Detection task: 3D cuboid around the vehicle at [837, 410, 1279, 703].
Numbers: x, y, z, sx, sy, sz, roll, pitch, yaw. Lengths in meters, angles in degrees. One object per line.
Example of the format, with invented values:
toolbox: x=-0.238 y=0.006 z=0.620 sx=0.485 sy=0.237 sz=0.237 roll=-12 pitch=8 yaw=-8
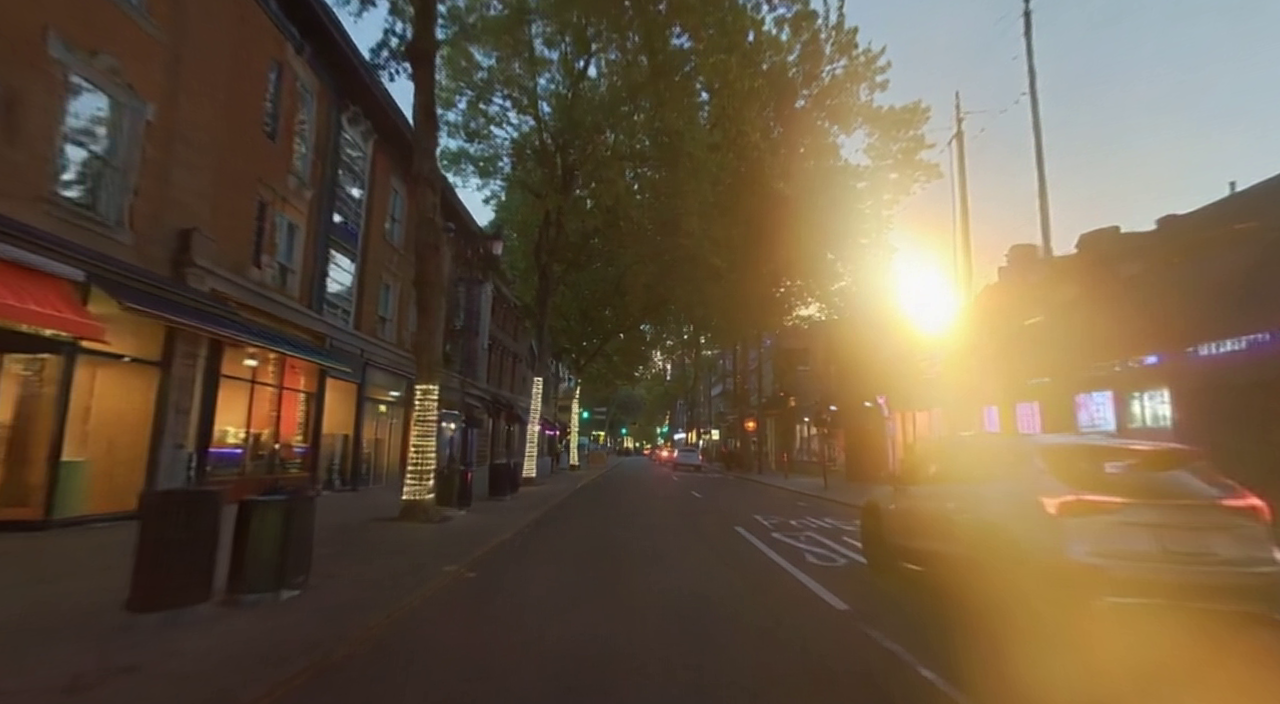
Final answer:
vehicle: x=3.474 y=1.420 z=5.622 sx=1.971 sy=1.559 sz=4.326 roll=0 pitch=-9 yaw=-1
